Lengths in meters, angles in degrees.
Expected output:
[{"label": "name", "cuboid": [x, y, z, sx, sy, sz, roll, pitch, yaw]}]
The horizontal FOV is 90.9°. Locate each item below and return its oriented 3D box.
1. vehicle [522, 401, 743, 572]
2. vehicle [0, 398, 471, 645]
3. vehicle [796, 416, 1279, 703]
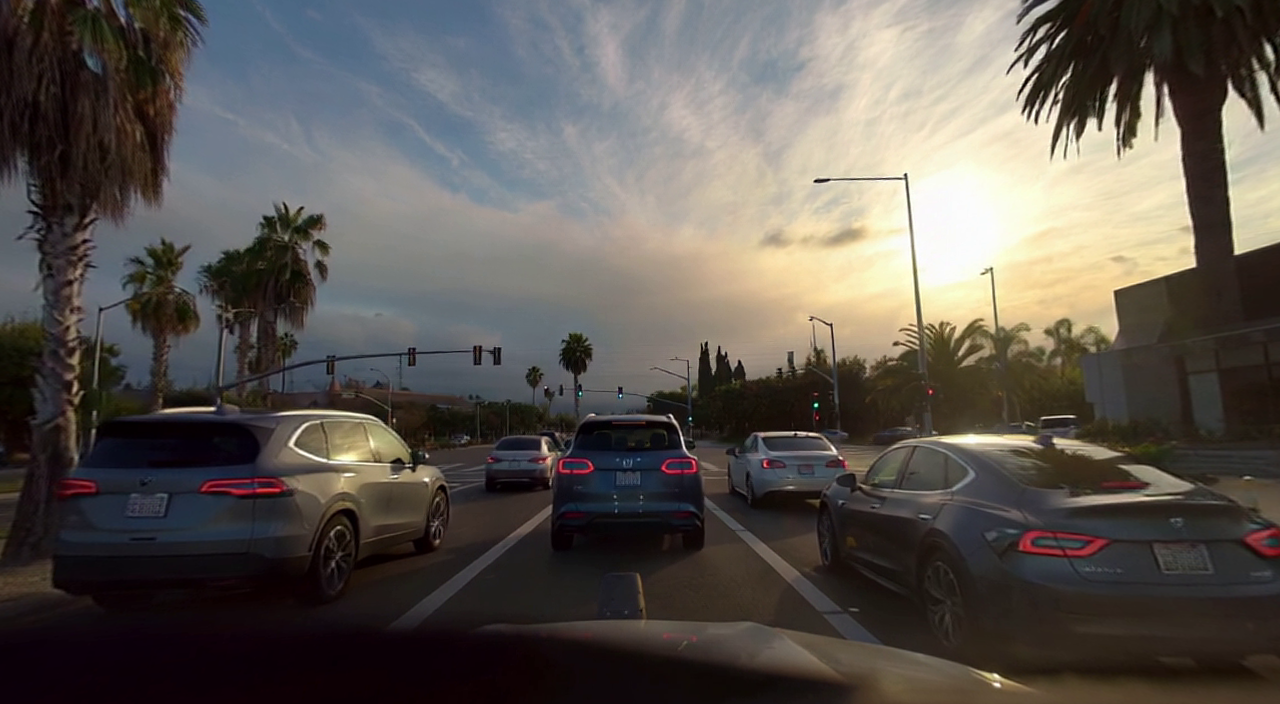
[{"label": "vehicle", "cuboid": [-0.140, 1.708, 8.763, 2.280, 1.747, 4.361, 0, -8, -2]}, {"label": "vehicle", "cuboid": [-3.351, 1.397, 6.254, 2.014, 1.534, 4.455, 0, -9, 1]}, {"label": "vehicle", "cuboid": [2.968, 1.412, 5.451, 2.017, 1.491, 4.611, 0, -8, -1]}]
